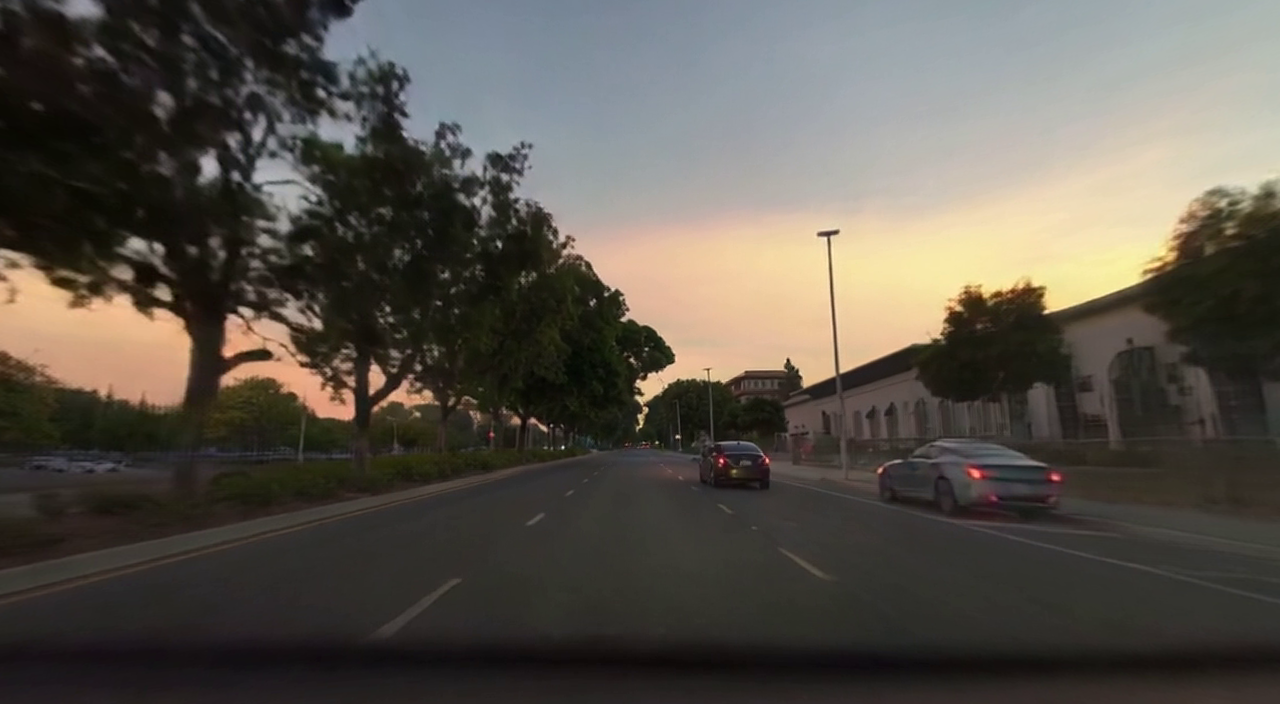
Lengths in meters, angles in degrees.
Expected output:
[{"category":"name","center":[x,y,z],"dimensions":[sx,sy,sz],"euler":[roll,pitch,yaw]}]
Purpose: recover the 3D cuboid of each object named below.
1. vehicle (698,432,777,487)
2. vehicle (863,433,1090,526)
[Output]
[{"category":"vehicle","center":[3.371,3.819,22.781],"dimensions":[2.083,1.743,4.354],"euler":[0,-8,-1]},{"category":"vehicle","center":[6.720,2.555,13.449],"dimensions":[1.918,1.544,4.871],"euler":[-1,-8,-3]}]
